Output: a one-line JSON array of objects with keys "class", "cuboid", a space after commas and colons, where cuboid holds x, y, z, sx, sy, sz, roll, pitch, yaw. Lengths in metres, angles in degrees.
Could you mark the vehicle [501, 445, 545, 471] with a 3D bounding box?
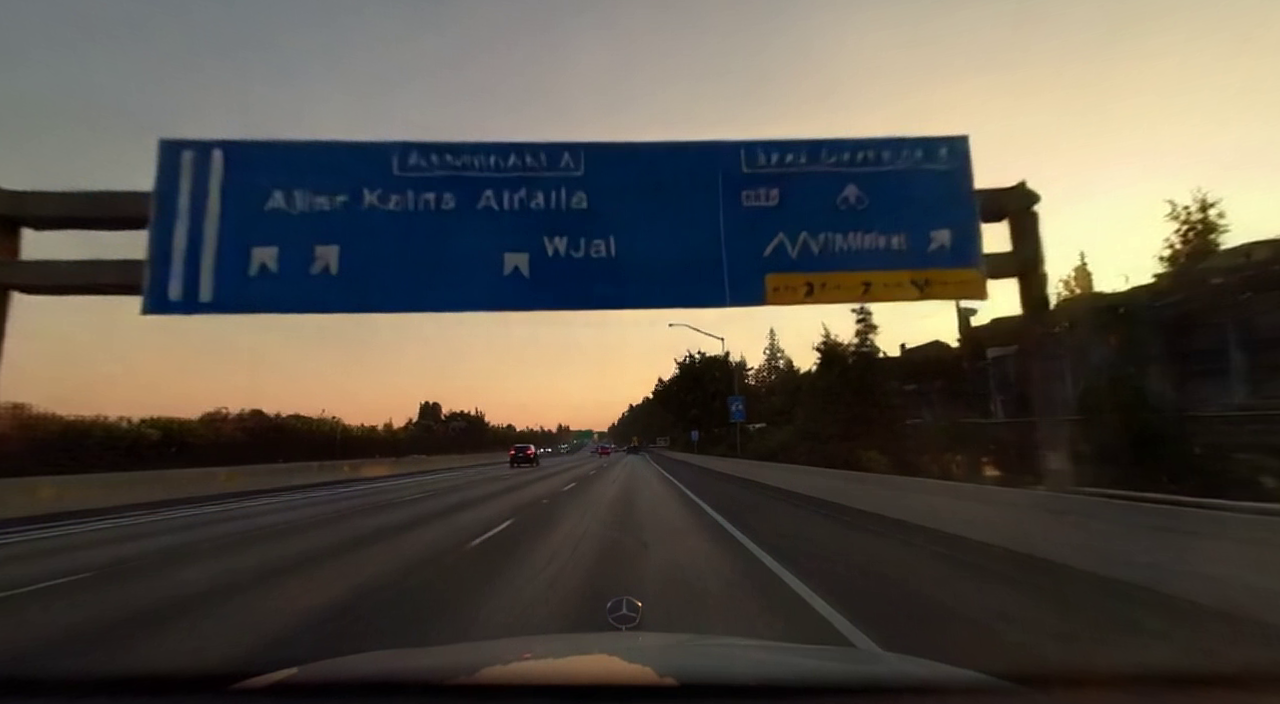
[{"class": "vehicle", "cuboid": [-7.650, 6.968, 41.603, 2.098, 1.606, 4.227, 0, -9, 0]}]
